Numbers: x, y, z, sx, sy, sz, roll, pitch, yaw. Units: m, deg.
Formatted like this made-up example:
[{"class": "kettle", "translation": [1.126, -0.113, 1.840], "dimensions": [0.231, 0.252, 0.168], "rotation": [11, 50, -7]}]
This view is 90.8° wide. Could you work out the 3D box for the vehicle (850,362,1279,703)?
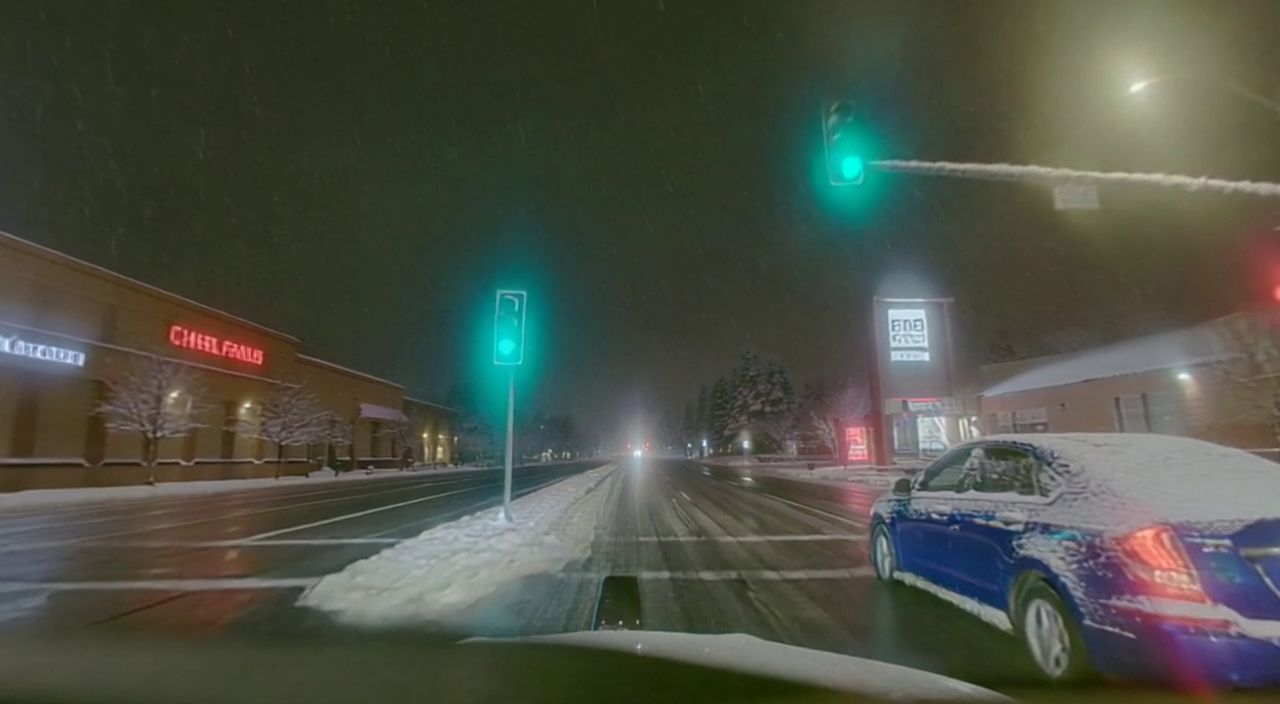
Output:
[{"class": "vehicle", "translation": [3.218, 1.123, 3.932], "dimensions": [2.015, 1.641, 4.995], "rotation": [0, -9, -1]}]
